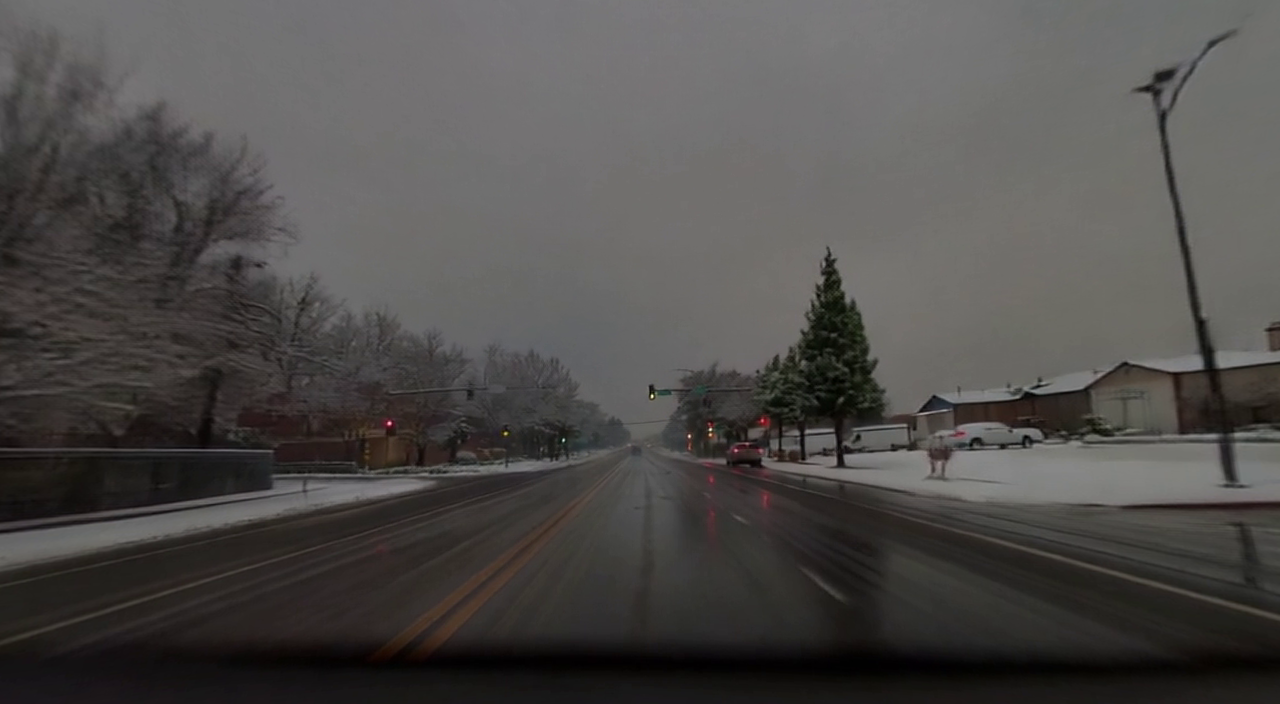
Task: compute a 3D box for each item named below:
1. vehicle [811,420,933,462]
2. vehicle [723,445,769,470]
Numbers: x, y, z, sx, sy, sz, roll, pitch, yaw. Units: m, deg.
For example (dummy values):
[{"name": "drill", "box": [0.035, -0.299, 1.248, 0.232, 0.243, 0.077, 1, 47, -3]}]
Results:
[{"name": "vehicle", "box": [17.569, 6.813, 48.339, 8.016, 2.965, 3.192, -1, -8, 2]}, {"name": "vehicle", "box": [6.722, 6.705, 40.398, 1.993, 1.461, 4.269, 0, -8, -3]}]
